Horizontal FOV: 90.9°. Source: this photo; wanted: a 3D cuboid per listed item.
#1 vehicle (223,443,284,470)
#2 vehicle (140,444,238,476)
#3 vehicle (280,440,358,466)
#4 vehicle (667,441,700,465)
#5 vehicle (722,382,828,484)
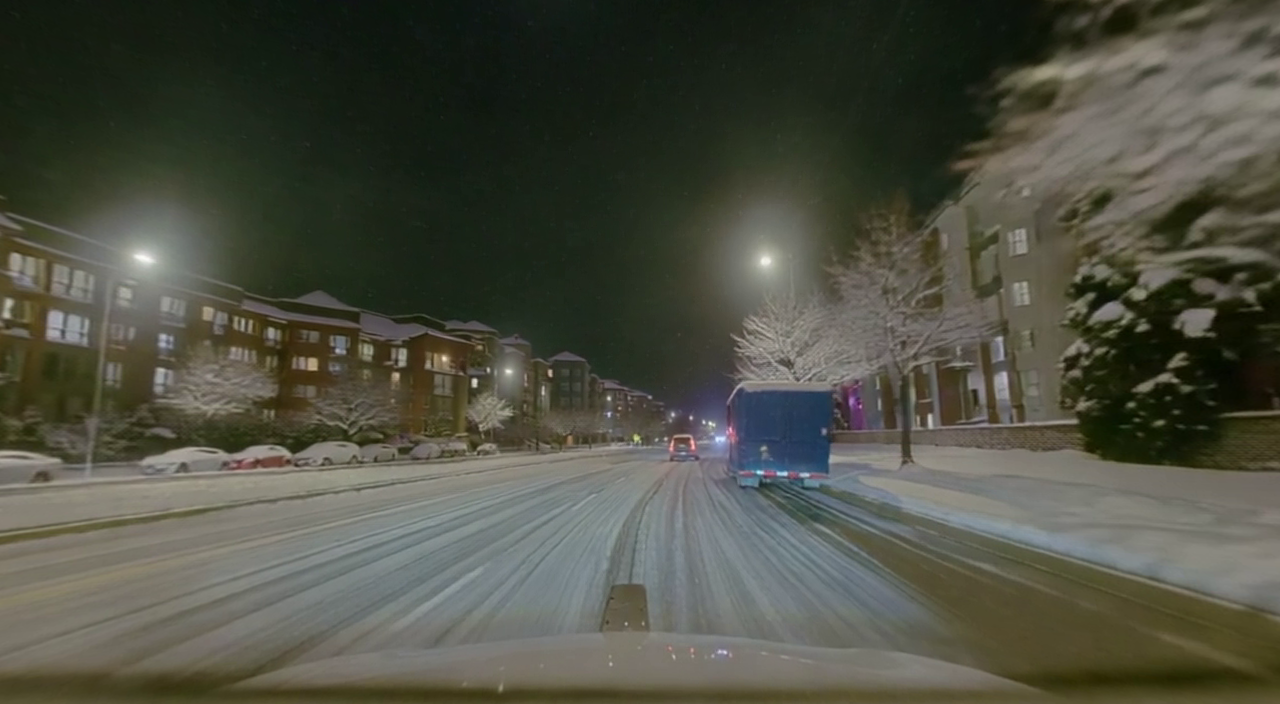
[{"bbox_3d":[-23.460,6.350,38.332,1.659,1.570,2.845,-1,-8,6],"label":"vehicle"},{"bbox_3d":[-23.724,5.666,33.373,2.015,1.446,4.316,-2,-8,1],"label":"vehicle"},{"bbox_3d":[-22.696,7.161,44.852,2.242,1.693,5.560,-2,-9,6],"label":"vehicle"},{"bbox_3d":[2.690,6.103,38.177,1.871,1.370,4.206,-1,-8,6],"label":"vehicle"},{"bbox_3d":[4.929,3.251,24.790,2.945,3.277,8.473,-1,-8,5],"label":"vehicle"}]
